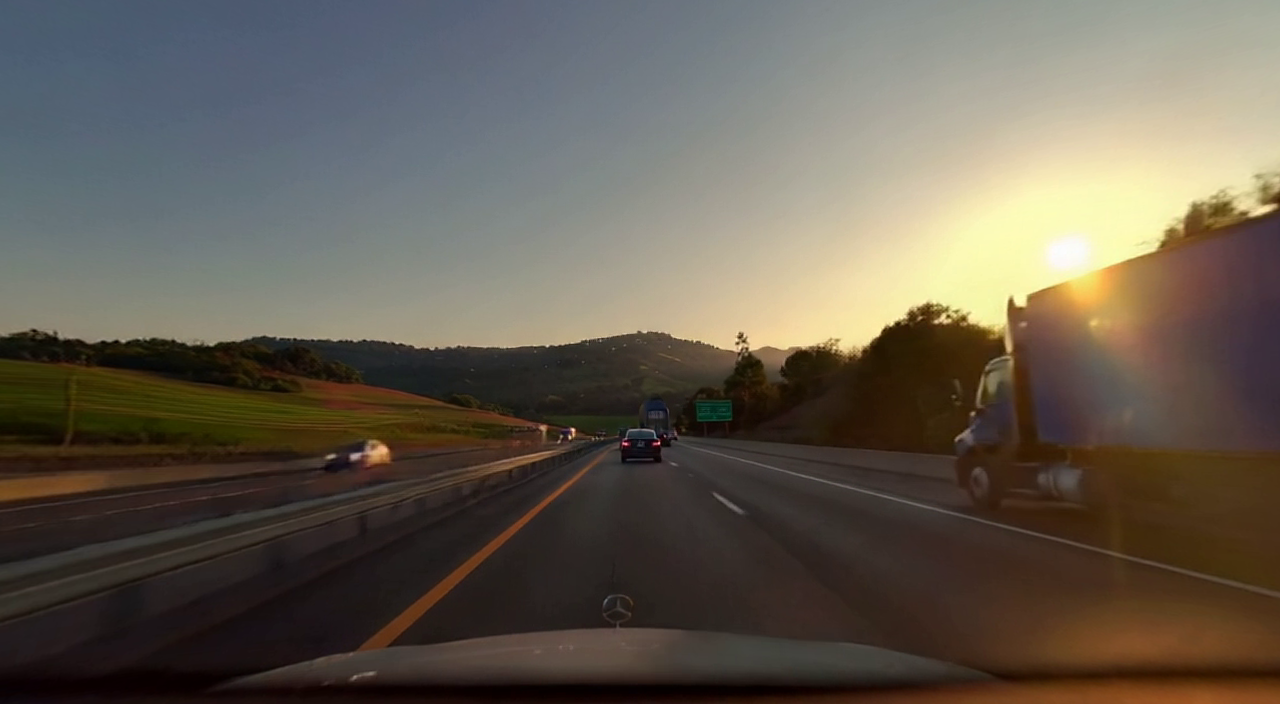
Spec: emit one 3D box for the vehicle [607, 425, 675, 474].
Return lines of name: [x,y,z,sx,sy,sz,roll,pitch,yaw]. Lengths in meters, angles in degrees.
vehicle: [-0.008,3.516,22.946,2.216,1.623,4.220,0,-8,-1]

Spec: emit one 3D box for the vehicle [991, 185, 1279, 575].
vehicle: [7.520,0.273,5.989,3.010,3.638,8.978,0,-8,-1]

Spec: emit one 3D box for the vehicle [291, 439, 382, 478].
vehicle: [-12.335,4.310,25.824,1.847,1.468,3.854,0,-8,-1]
